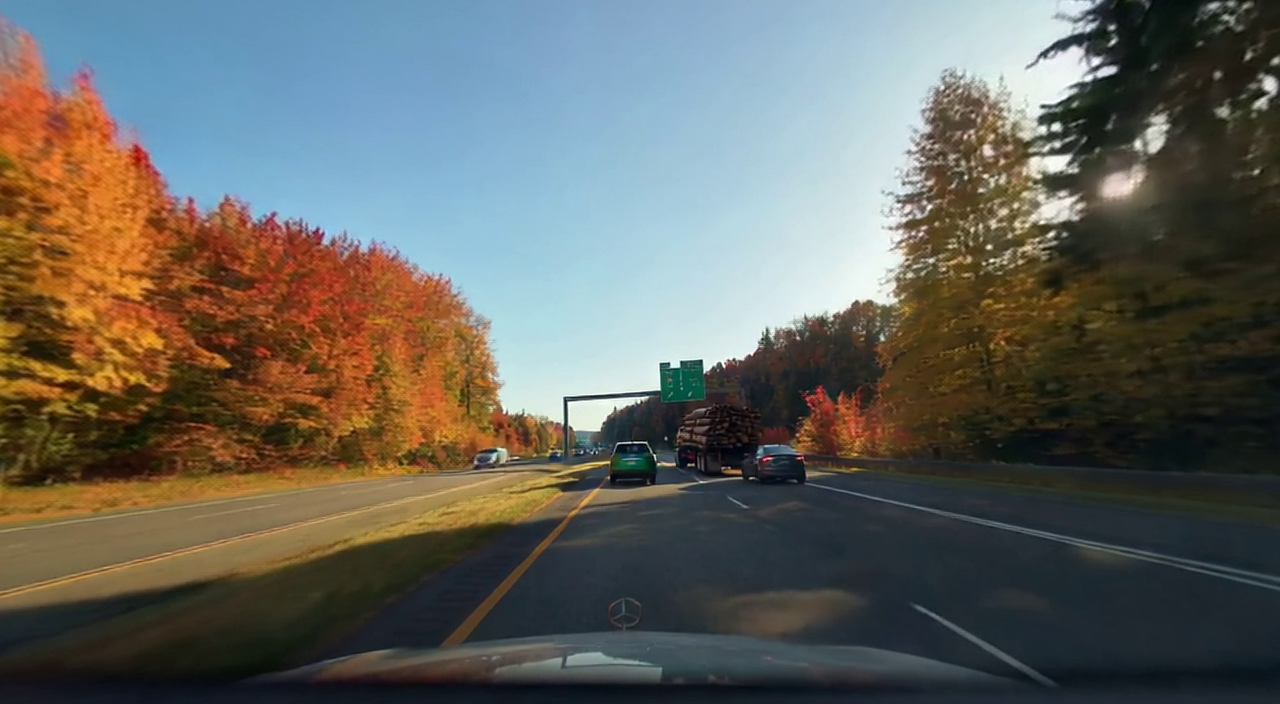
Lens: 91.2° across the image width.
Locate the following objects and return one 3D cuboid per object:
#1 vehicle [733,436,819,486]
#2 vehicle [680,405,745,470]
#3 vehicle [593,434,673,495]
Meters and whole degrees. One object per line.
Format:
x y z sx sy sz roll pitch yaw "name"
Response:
4.899 4.009 23.319 2.057 1.660 4.525 0 -9 -2 "vehicle"
4.661 5.792 42.190 3.125 3.895 8.461 0 -9 -1 "vehicle"
-0.193 3.492 19.800 2.263 1.699 3.936 -1 -9 0 "vehicle"
